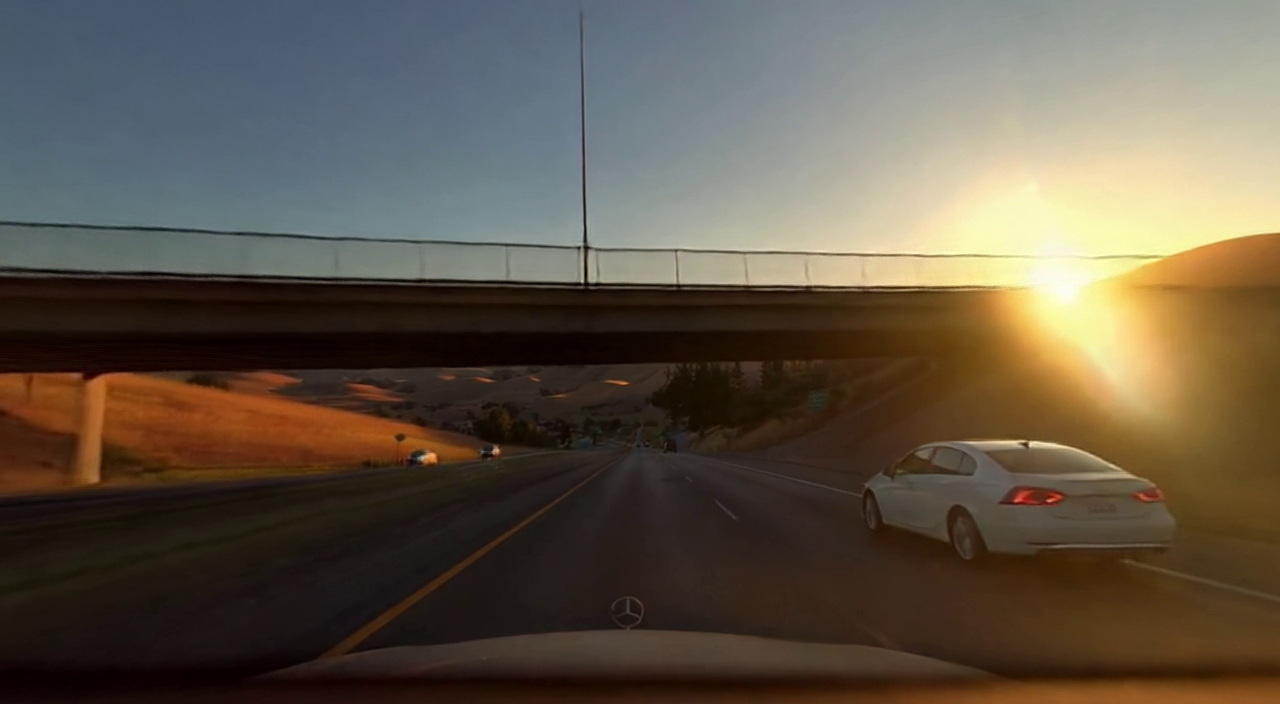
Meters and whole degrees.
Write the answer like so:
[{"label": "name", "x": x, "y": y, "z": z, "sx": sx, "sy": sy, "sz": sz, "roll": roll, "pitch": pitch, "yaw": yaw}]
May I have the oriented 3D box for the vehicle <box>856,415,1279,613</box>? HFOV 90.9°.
[{"label": "vehicle", "x": 4.370, "y": 1.584, "z": 7.253, "sx": 2.027, "sy": 1.487, "sz": 4.718, "roll": 0, "pitch": -8, "yaw": -1}]
